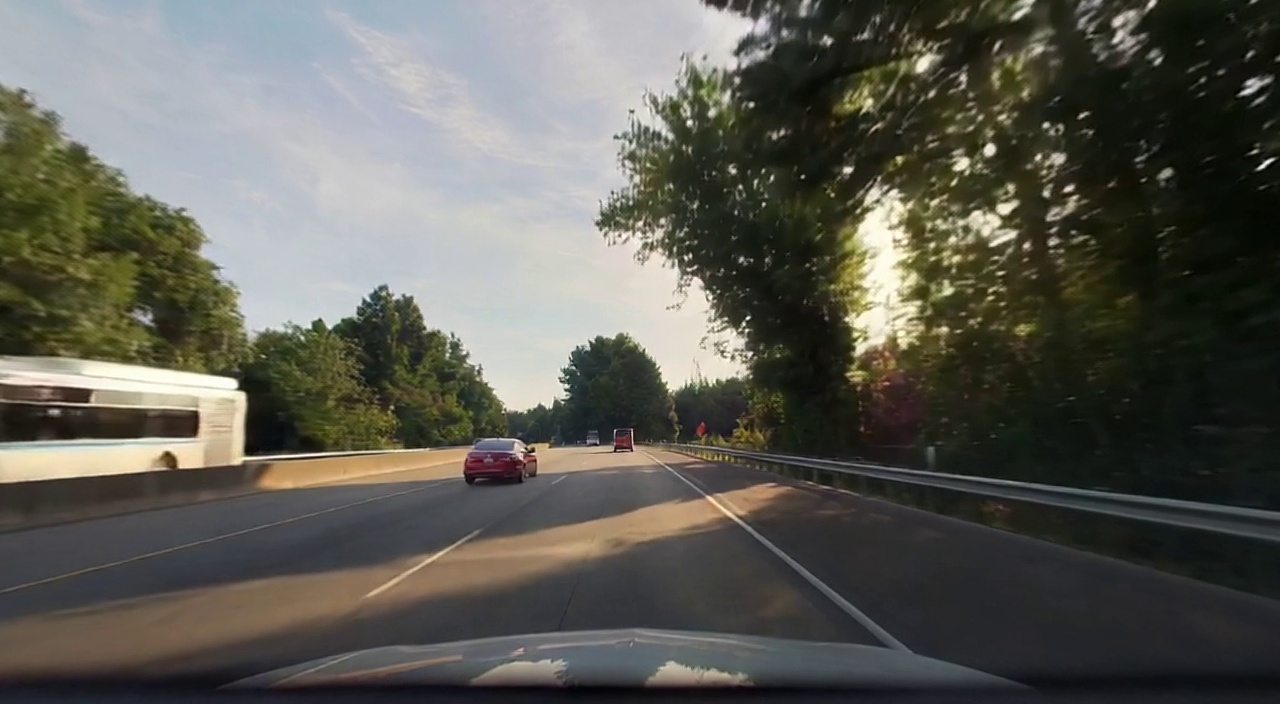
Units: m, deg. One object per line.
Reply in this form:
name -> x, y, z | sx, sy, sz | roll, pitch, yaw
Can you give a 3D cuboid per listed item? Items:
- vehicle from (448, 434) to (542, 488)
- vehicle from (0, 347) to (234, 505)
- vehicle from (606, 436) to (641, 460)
vehicle -> -4.245, 3.237, 19.124 | 1.907, 1.445, 4.049 | 0, -8, 0
vehicle -> -17.031, 2.289, 18.844 | 3.018, 3.781, 10.320 | 0, -8, -1
vehicle -> -1.035, 6.185, 40.787 | 2.162, 1.460, 4.242 | 0, -8, -1
